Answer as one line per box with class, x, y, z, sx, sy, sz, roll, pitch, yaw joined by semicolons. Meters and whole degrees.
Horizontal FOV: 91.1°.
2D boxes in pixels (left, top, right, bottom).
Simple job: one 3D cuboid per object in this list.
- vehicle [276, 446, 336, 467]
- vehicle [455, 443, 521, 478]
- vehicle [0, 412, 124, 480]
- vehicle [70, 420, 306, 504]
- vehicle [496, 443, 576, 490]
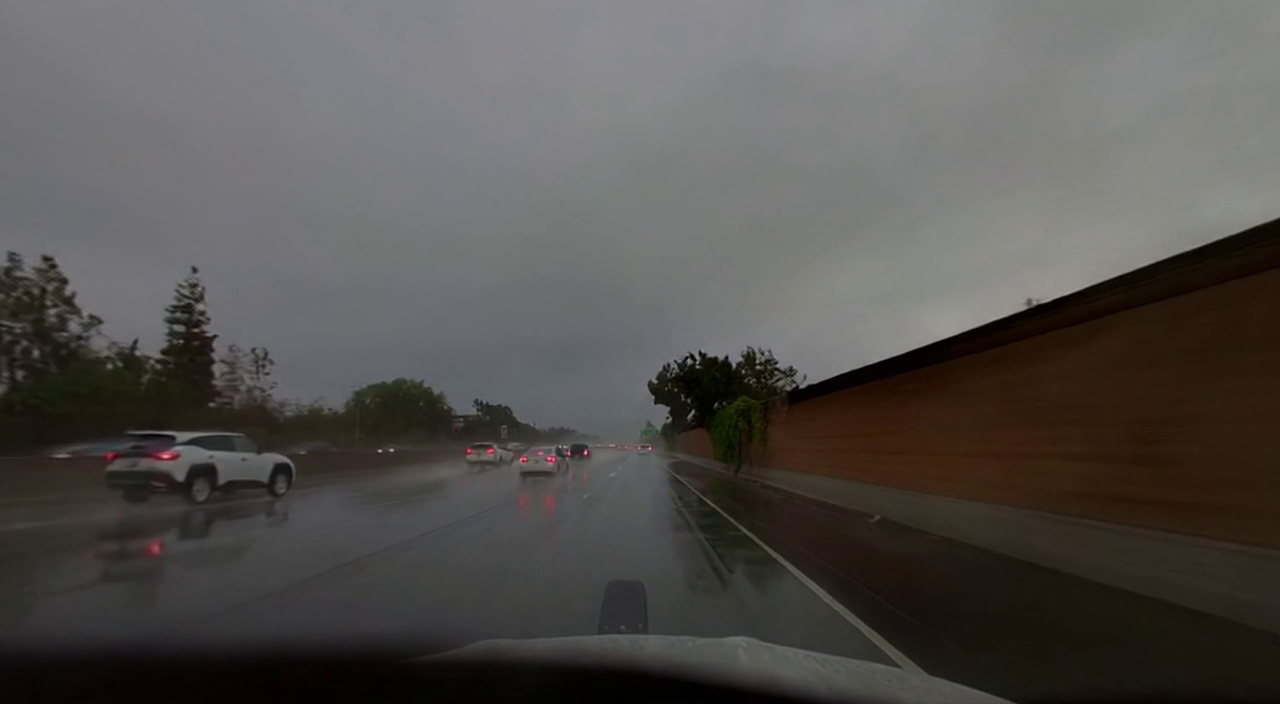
vehicle;-24.938;7.802;47.099;1.924;1.523;4.484;0;-8;1
vehicle;-7.018;5.038;29.412;1.942;1.502;4.216;0;-8;1
vehicle;-25.171;3.921;26.121;2.246;2.525;5.956;0;-8;0
vehicle;-11.277;2.790;16.364;2.207;1.834;5.255;0;-8;0
vehicle;-3.589;4.039;22.603;1.945;1.484;4.803;0;-8;1
